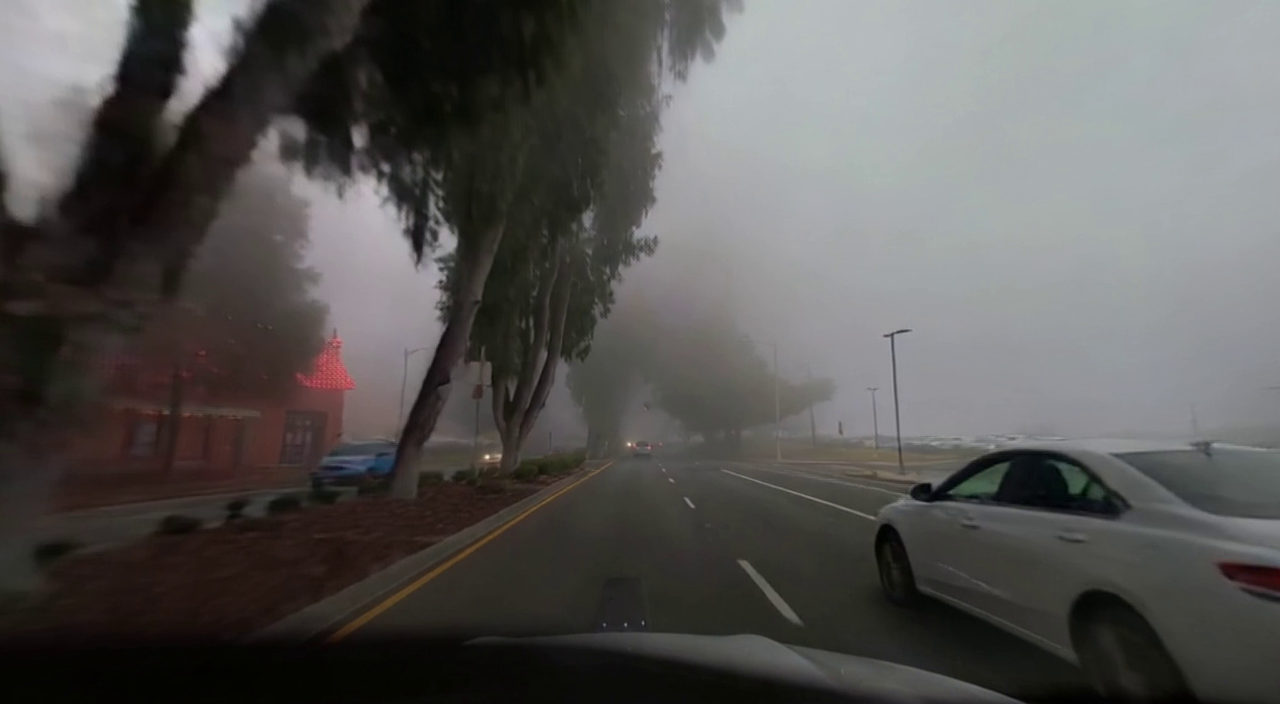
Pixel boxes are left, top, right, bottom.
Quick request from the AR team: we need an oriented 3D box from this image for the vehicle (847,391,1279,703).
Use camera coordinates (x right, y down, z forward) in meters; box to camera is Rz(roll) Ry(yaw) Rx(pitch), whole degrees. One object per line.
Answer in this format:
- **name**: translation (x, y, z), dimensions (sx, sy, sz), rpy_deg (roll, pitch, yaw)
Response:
- **vehicle**: translation (3.017, 1.098, 3.534), dimensions (2.091, 1.472, 4.697), rpy_deg (0, -8, 0)

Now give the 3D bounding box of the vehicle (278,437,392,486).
- **vehicle**: translation (-11.366, 4.112, 23.925), dimensions (1.985, 1.658, 4.541), rpy_deg (0, -8, 1)
